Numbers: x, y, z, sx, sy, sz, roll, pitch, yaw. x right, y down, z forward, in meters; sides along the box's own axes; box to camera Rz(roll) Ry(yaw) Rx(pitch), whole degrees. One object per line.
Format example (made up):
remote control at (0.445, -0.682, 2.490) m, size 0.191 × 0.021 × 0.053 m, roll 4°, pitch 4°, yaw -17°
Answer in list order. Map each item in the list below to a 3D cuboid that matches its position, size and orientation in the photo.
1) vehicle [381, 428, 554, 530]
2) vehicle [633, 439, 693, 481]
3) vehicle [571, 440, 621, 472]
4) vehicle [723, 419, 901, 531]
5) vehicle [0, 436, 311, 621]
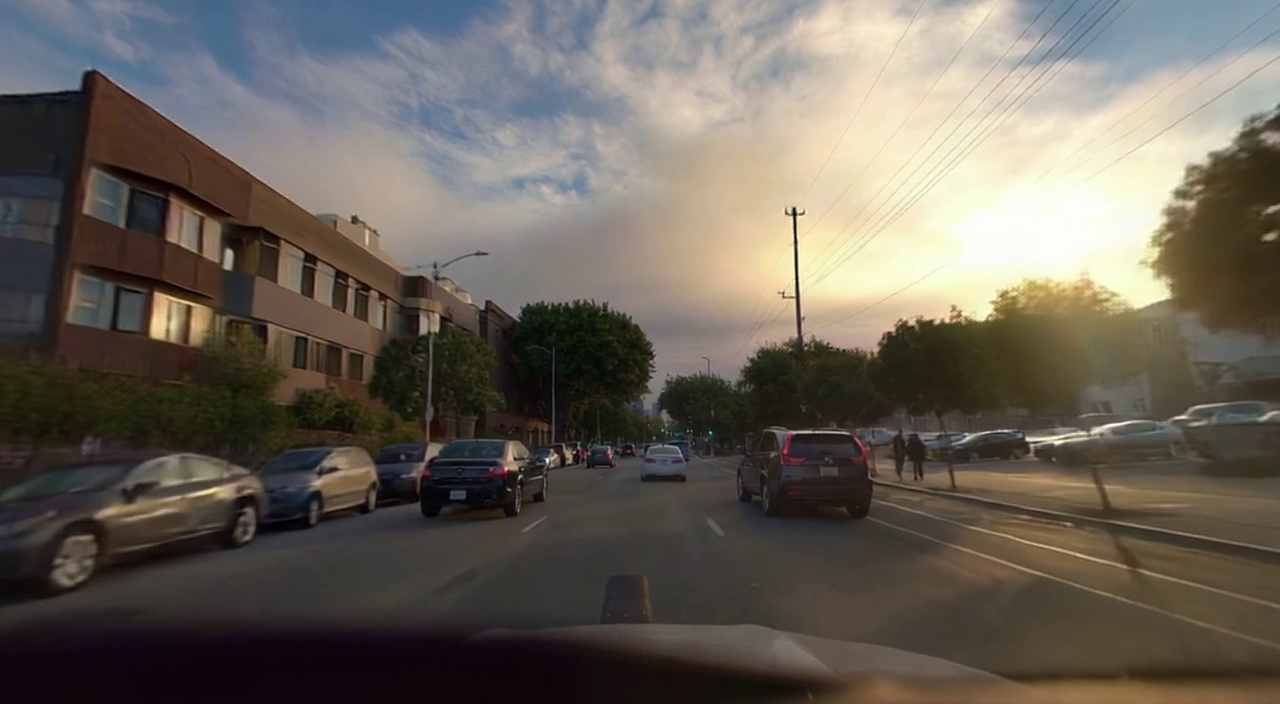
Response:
vehicle at (-3.058, 2.337, 12.202) m, size 2.085 × 1.619 × 3.976 m, roll -1°, pitch -8°, yaw 2°
vehicle at (0.882, 4.172, 24.718) m, size 2.139 × 1.466 × 4.373 m, roll -1°, pitch -8°, yaw 1°
vehicle at (-2.184, 5.323, 32.536) m, size 2.019 × 1.507 × 4.643 m, roll -1°, pitch -8°, yaw 2°
vehicle at (2.946, 2.224, 12.001) m, size 2.094 × 1.709 × 4.394 m, roll 0°, pitch -8°, yaw -1°
vehicle at (-6.049, 1.773, 7.389) m, size 1.863 × 1.506 × 4.265 m, roll -1°, pitch -8°, yaw 3°
